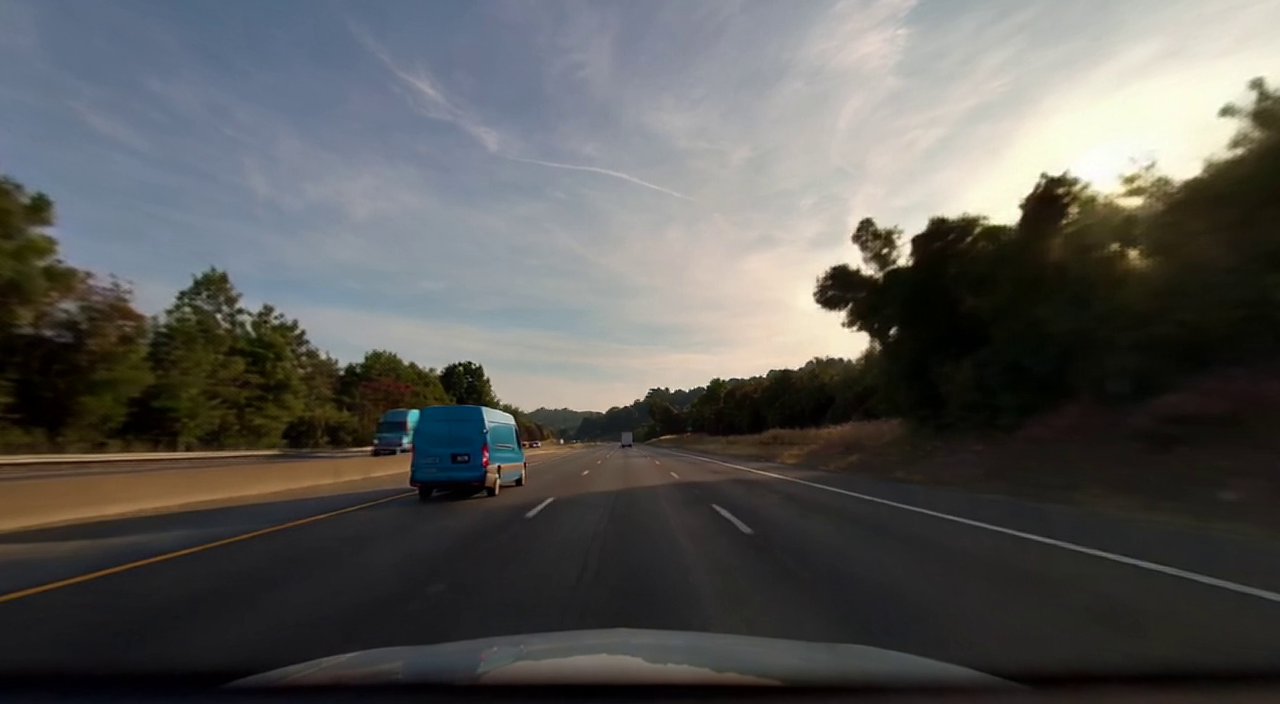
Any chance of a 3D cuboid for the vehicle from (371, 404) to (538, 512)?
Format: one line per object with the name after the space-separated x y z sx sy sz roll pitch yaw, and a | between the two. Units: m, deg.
-3.850 2.298 14.180 2.297 2.011 4.736 0 -8 0 | vehicle
